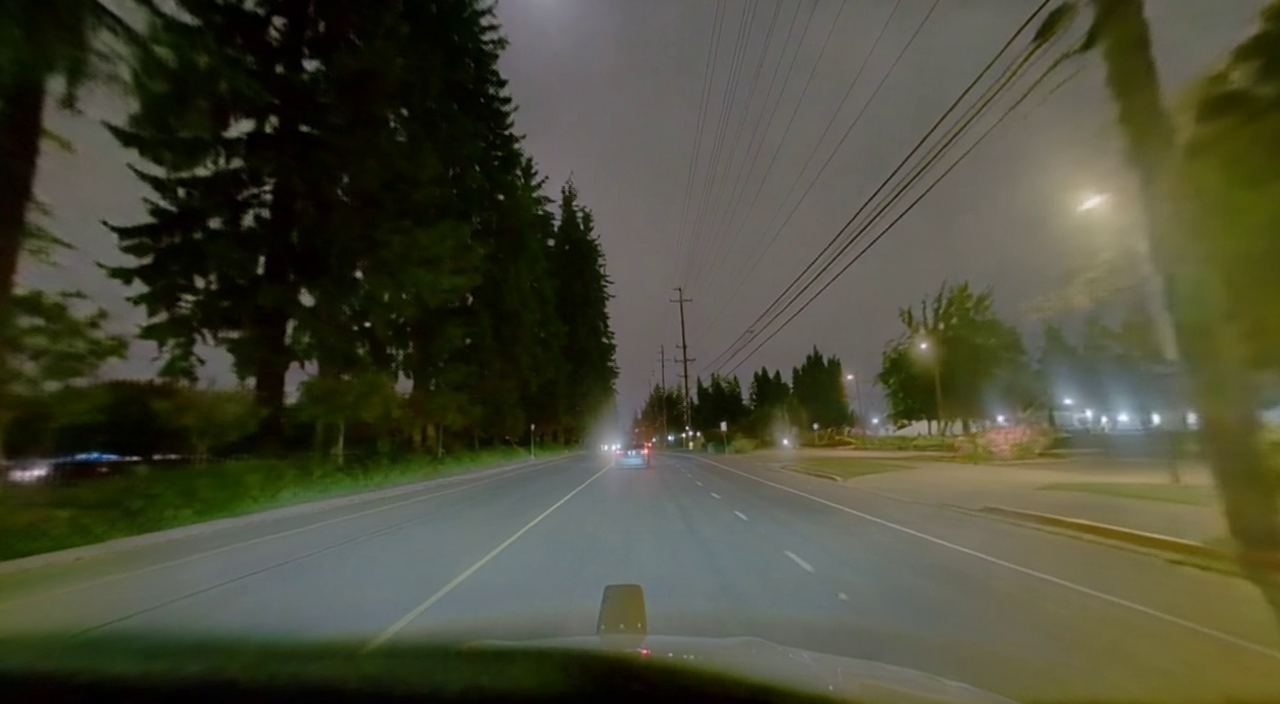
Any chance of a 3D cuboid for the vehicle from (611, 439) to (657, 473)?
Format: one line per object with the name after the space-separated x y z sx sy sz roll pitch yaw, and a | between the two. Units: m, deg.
-0.275 4.875 29.598 1.991 1.463 3.988 0 -9 0 | vehicle
